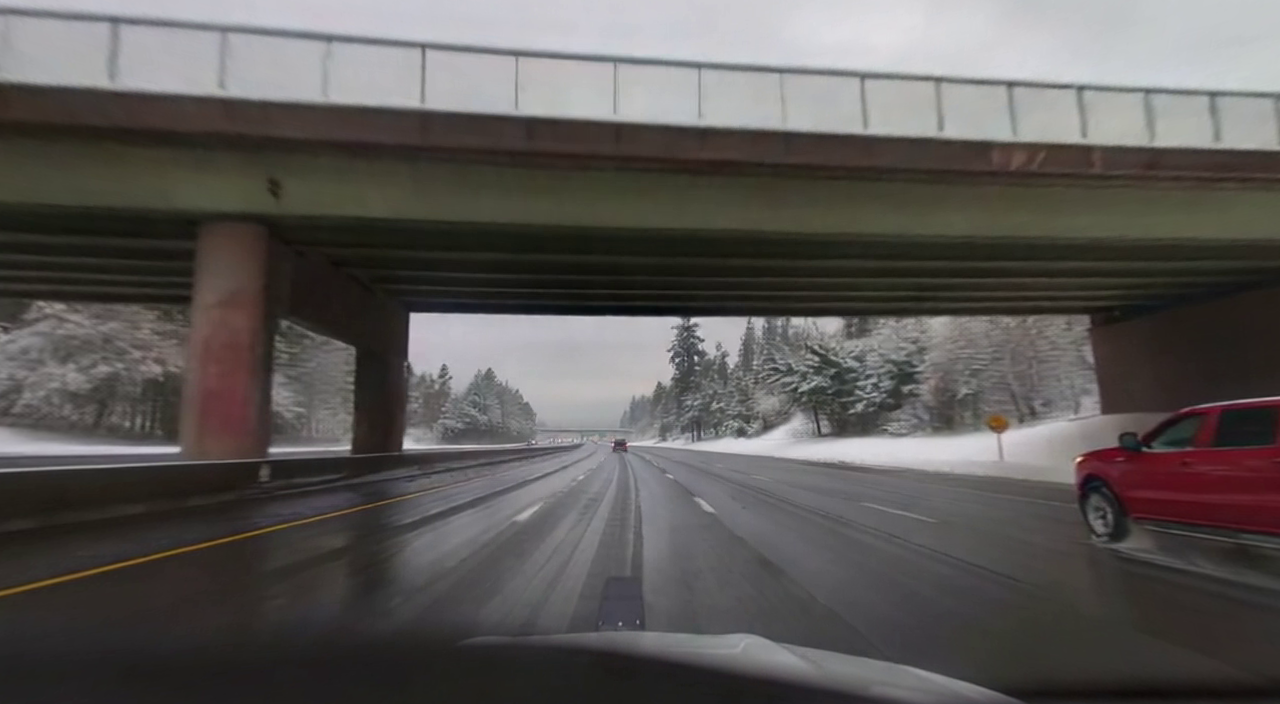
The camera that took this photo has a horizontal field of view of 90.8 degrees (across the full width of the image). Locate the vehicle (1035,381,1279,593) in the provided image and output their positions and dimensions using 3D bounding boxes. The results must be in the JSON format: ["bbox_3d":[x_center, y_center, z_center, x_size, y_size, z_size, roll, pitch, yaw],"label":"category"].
[{"bbox_3d":[6.760,1.196,5.653,2.395,1.819,6.086,0,-9,-1],"label":"vehicle"}]
